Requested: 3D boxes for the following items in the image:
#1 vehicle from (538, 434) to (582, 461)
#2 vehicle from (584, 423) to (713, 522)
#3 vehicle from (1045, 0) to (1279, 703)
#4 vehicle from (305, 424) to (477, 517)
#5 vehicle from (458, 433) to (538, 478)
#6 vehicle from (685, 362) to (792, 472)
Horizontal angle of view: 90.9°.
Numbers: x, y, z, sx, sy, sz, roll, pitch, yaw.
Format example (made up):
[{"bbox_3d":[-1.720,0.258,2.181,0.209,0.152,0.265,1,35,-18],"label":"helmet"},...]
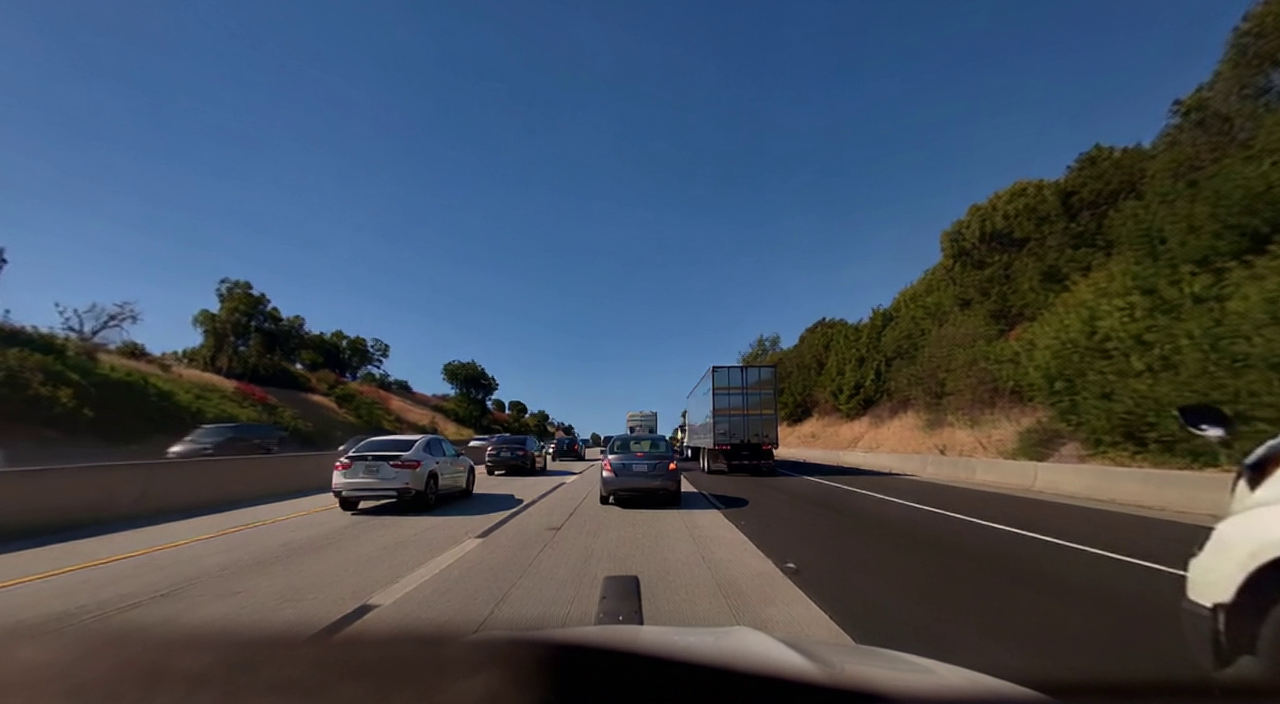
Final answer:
[{"bbox_3d":[-4.596,5.534,36.747,1.887,1.493,4.411,0,-8,1],"label":"vehicle"},{"bbox_3d":[0.131,2.097,11.529,1.973,1.505,3.568,0,-8,0],"label":"vehicle"},{"bbox_3d":[3.867,-0.291,0.435,2.982,3.860,6.011,0,-8,0],"label":"vehicle"},{"bbox_3d":[-4.618,2.218,12.343,1.821,1.514,3.677,0,-8,0],"label":"vehicle"},{"bbox_3d":[-5.004,3.671,22.813,1.880,1.458,3.978,0,-8,1],"label":"vehicle"},{"bbox_3d":[4.200,3.355,30.760,2.892,4.101,14.252,0,-8,0],"label":"vehicle"}]
